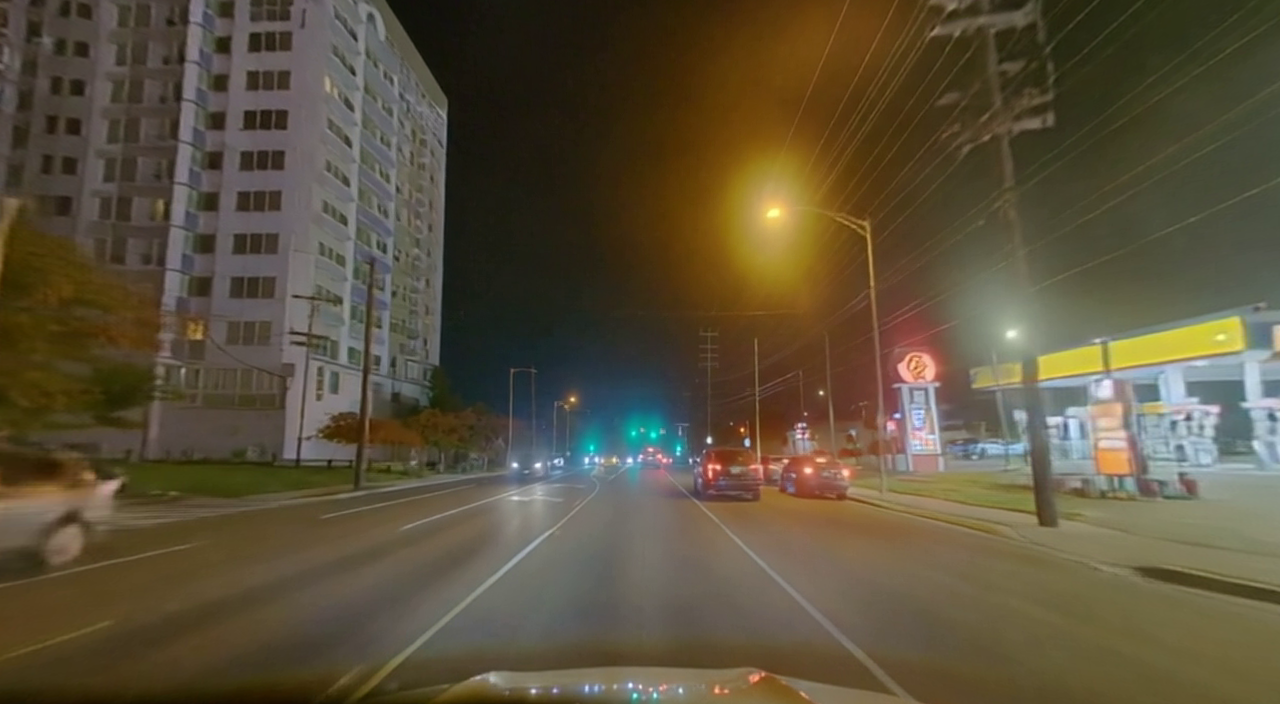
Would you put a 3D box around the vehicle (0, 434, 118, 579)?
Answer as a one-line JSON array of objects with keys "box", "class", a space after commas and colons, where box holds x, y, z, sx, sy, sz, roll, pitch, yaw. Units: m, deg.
[{"box": [-9.038, 1.858, 7.362, 2.000, 1.796, 4.529, 0, -8, 0], "class": "vehicle"}]

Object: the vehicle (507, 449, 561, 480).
[{"box": [-5.545, 5.947, 33.610, 2.033, 1.495, 4.216, -1, -8, 2], "class": "vehicle"}]

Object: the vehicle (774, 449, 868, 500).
[{"box": [6.015, 4.102, 21.593, 1.914, 1.513, 4.474, 0, -8, 1], "class": "vehicle"}]

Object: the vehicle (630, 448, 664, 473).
[{"box": [0.440, 6.671, 39.077, 1.999, 1.487, 3.939, 0, -8, 1], "class": "vehicle"}]

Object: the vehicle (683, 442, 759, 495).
[{"box": [2.693, 3.986, 22.014, 1.945, 1.647, 4.160, 0, -8, -2], "class": "vehicle"}]
